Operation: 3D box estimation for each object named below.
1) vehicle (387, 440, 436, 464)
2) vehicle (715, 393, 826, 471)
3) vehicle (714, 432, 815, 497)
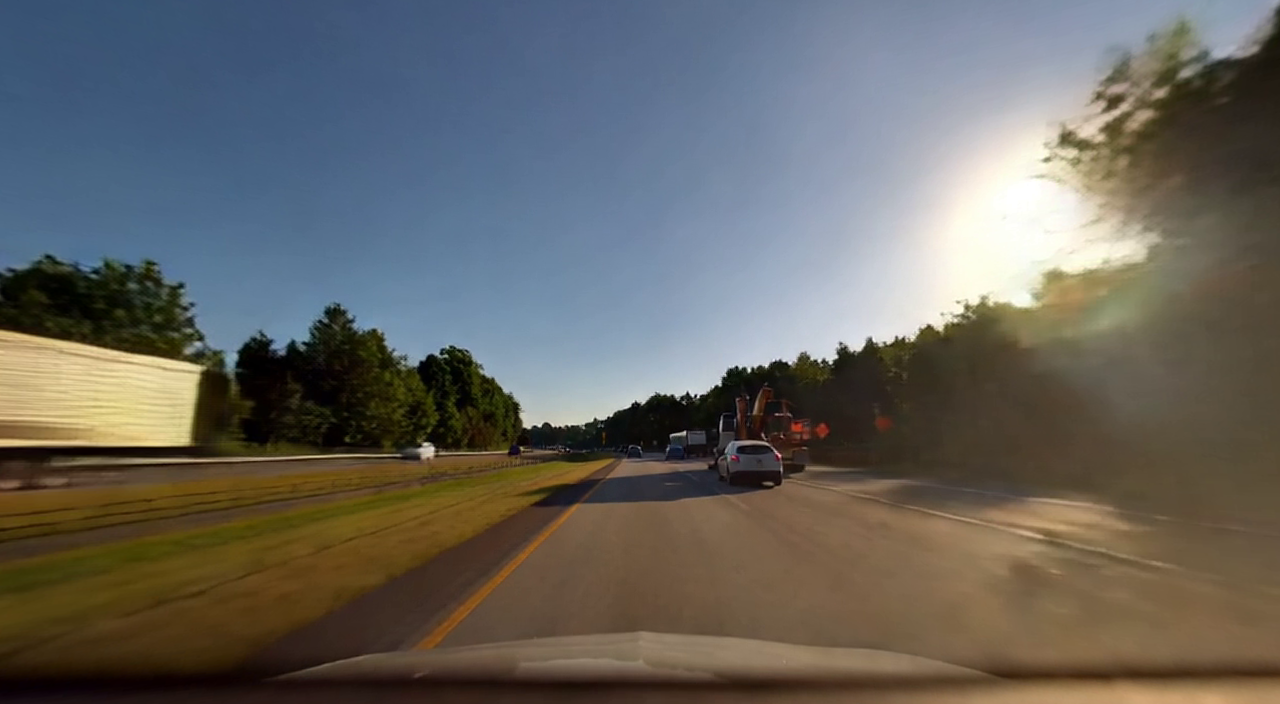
[{"bbox_3d":[-15.643,6.864,43.311,1.865,1.532,3.932,0,-9,0],"label":"vehicle"},{"bbox_3d":[7.798,5.446,41.311,3.441,4.016,16.812,0,-9,-1],"label":"vehicle"},{"bbox_3d":[3.471,3.234,18.416,2.022,1.658,4.132,0,-9,-1],"label":"vehicle"}]
